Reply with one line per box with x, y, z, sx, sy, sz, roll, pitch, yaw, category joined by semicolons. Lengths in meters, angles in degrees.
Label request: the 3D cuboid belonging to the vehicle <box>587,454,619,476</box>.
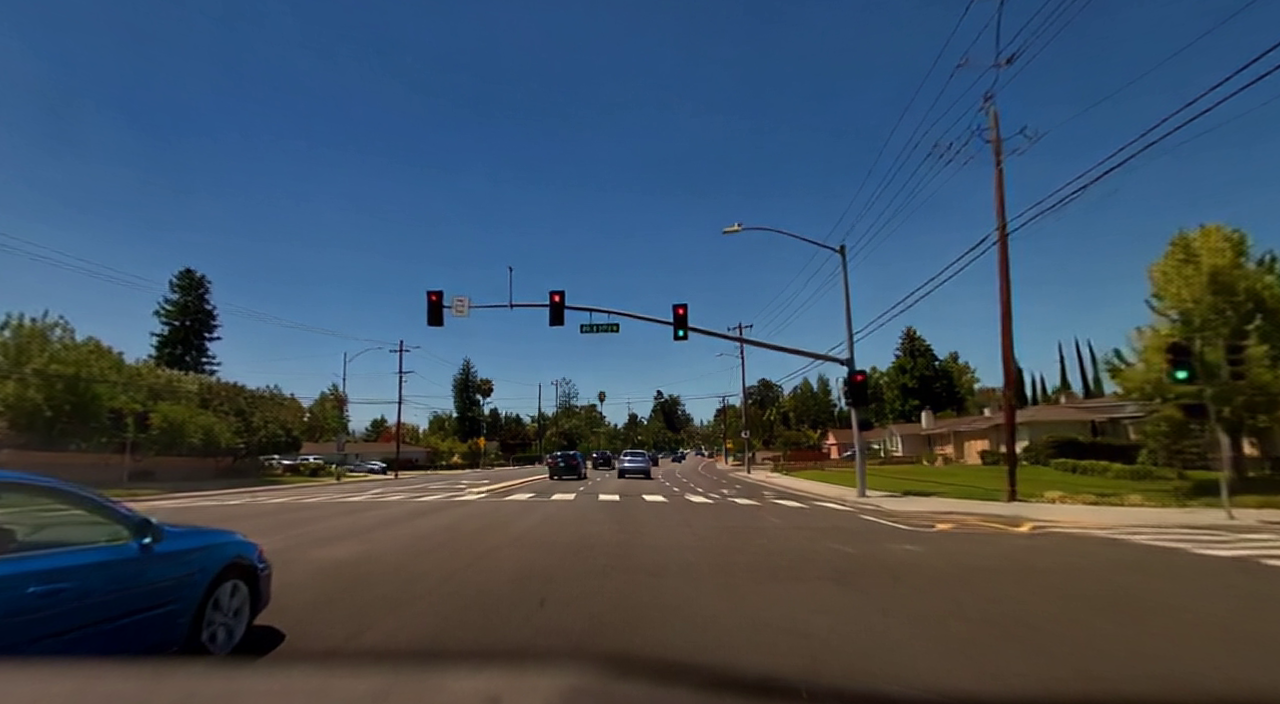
-2.720;8.453;47.449;1.863;1.449;4.153;0;-9;3;vehicle

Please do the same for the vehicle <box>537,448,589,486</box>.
-3.641;5.508;30.597;1.899;1.685;4.121;0;-9;2;vehicle

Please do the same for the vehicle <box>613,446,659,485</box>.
-0.153;5.728;32.158;2.155;1.836;4.250;0;-9;1;vehicle

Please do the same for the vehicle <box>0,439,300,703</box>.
-3.490;1.040;2.418;1.901;1.409;4.442;0;-9;0;vehicle
